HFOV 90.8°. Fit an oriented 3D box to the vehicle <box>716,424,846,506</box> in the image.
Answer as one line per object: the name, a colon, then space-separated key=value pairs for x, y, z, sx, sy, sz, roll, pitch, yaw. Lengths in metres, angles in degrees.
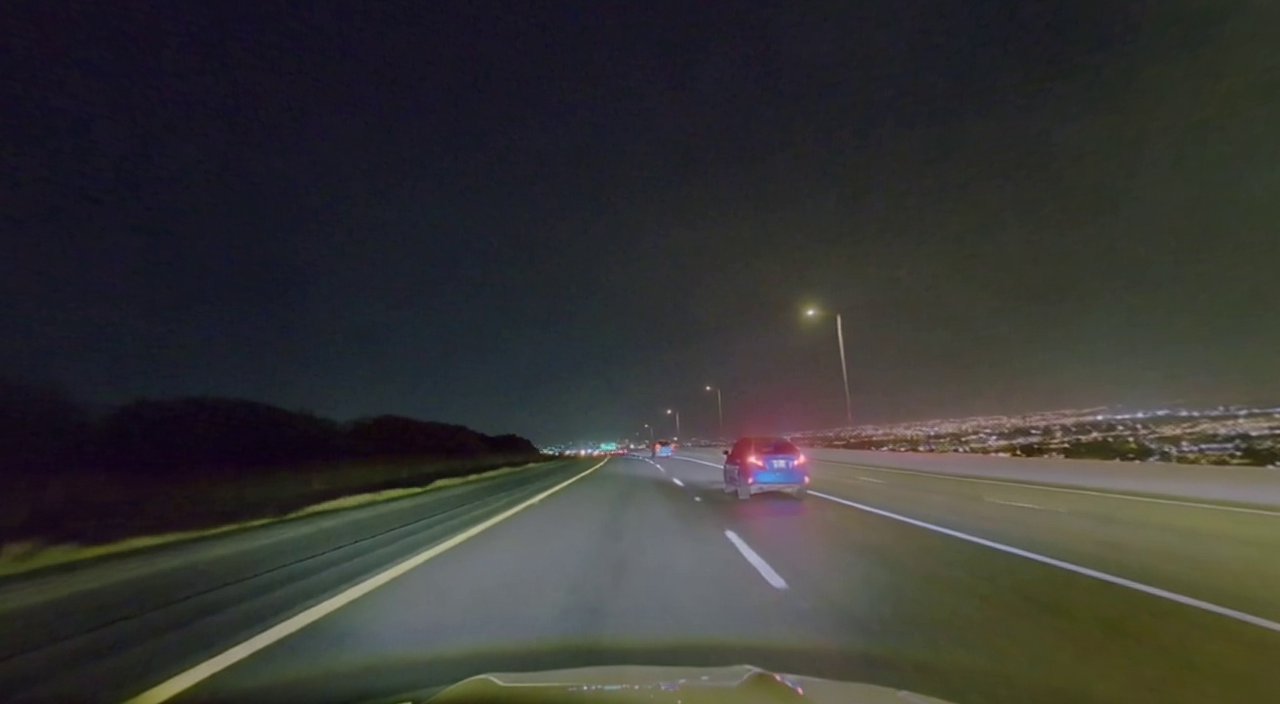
vehicle: x=3.403 y=2.847 z=16.390 sx=2.141 sy=1.785 sz=4.778 roll=0 pitch=-8 yaw=-2
